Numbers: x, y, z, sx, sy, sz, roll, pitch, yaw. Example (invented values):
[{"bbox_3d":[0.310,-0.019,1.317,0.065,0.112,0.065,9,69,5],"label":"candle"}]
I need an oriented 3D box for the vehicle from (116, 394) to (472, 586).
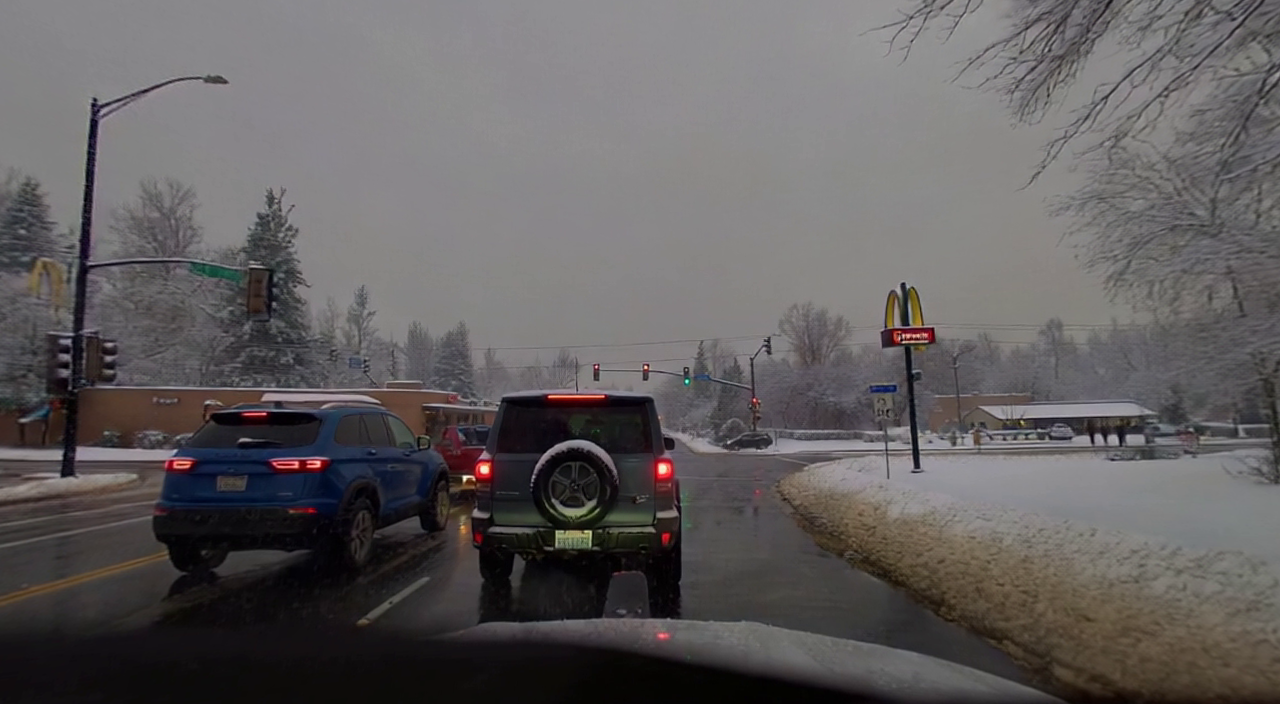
[{"bbox_3d":[-3.908,1.651,8.343,2.130,1.819,4.497,0,-8,0],"label":"vehicle"}]

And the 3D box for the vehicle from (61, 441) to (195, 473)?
[{"bbox_3d":[-25.235,5.181,31.372,4.713,1.445,1.887,4,-9,-24],"label":"vehicle"}]

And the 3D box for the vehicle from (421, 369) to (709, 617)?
[{"bbox_3d":[-0.627,1.438,7.331,2.224,1.923,4.643,0,-8,-1],"label":"vehicle"}]
